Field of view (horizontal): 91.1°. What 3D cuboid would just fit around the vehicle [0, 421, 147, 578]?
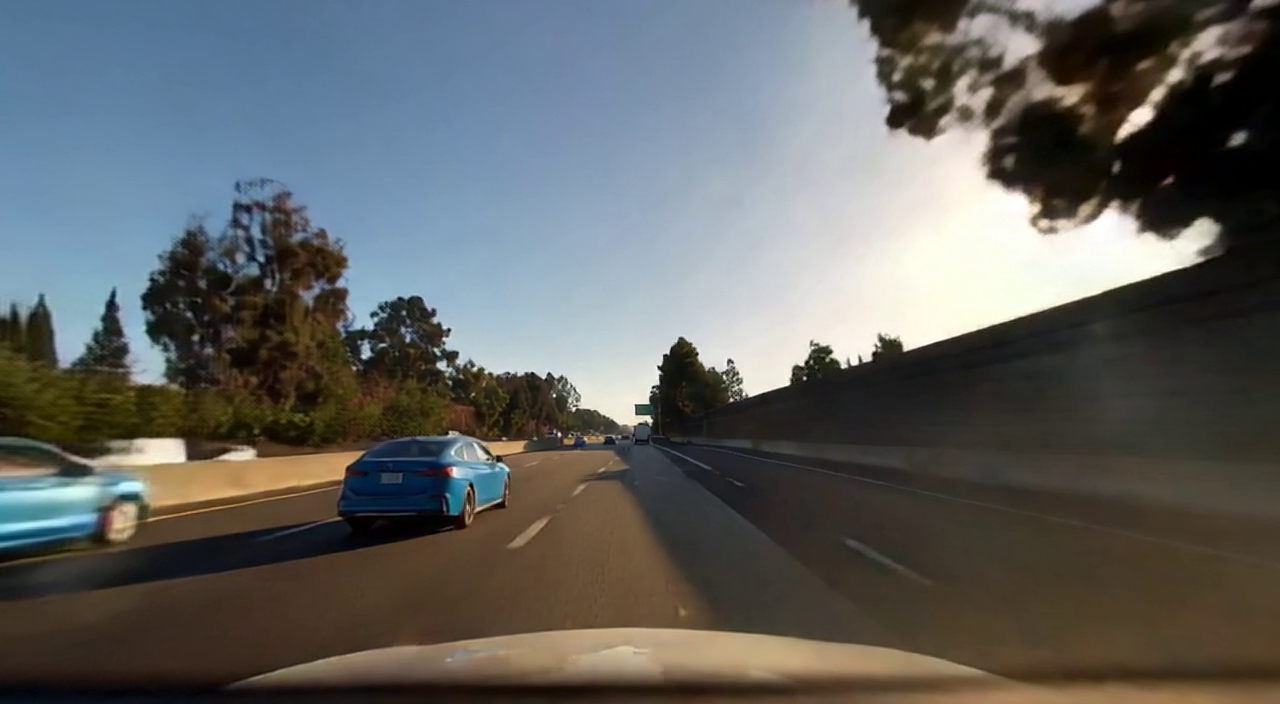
[{"bbox_3d":[-7.190,1.356,5.563,2.084,1.494,4.404,0,-8,0],"label":"vehicle"}]

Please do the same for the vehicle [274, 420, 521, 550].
[{"bbox_3d":[-3.218,1.821,9.352,2.079,1.500,3.881,0,-8,1],"label":"vehicle"}]

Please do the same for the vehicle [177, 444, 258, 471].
[{"bbox_3d":[-25.437,6.339,38.069,1.834,1.504,4.325,0,-8,2],"label":"vehicle"}]
